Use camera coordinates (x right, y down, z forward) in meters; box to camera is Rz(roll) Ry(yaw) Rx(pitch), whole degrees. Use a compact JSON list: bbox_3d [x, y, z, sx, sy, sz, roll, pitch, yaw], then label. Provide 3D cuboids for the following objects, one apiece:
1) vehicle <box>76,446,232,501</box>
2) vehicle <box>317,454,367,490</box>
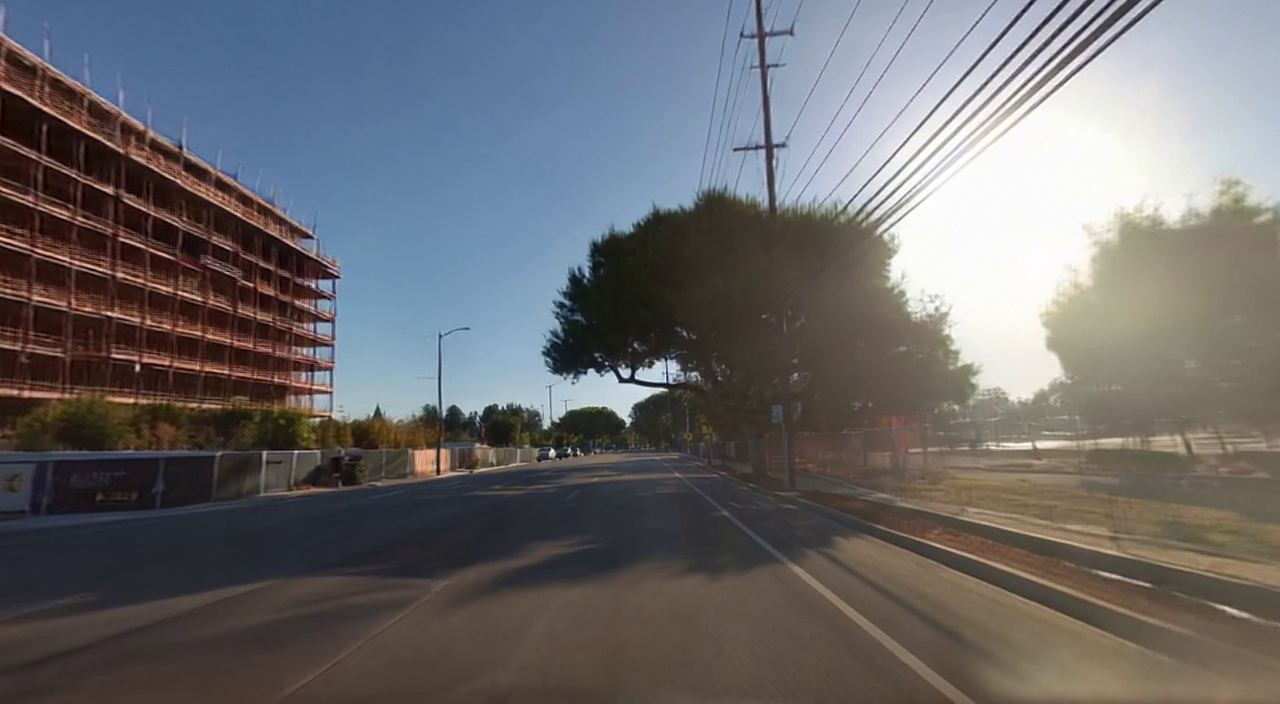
[{"bbox_3d":[-20.363,5.092,26.581,4.712,1.927,2.237,-3,-10,0],"label":"vehicle"},{"bbox_3d":[-15.709,6.239,33.078,2.002,1.683,4.664,5,-11,-28],"label":"vehicle"}]
